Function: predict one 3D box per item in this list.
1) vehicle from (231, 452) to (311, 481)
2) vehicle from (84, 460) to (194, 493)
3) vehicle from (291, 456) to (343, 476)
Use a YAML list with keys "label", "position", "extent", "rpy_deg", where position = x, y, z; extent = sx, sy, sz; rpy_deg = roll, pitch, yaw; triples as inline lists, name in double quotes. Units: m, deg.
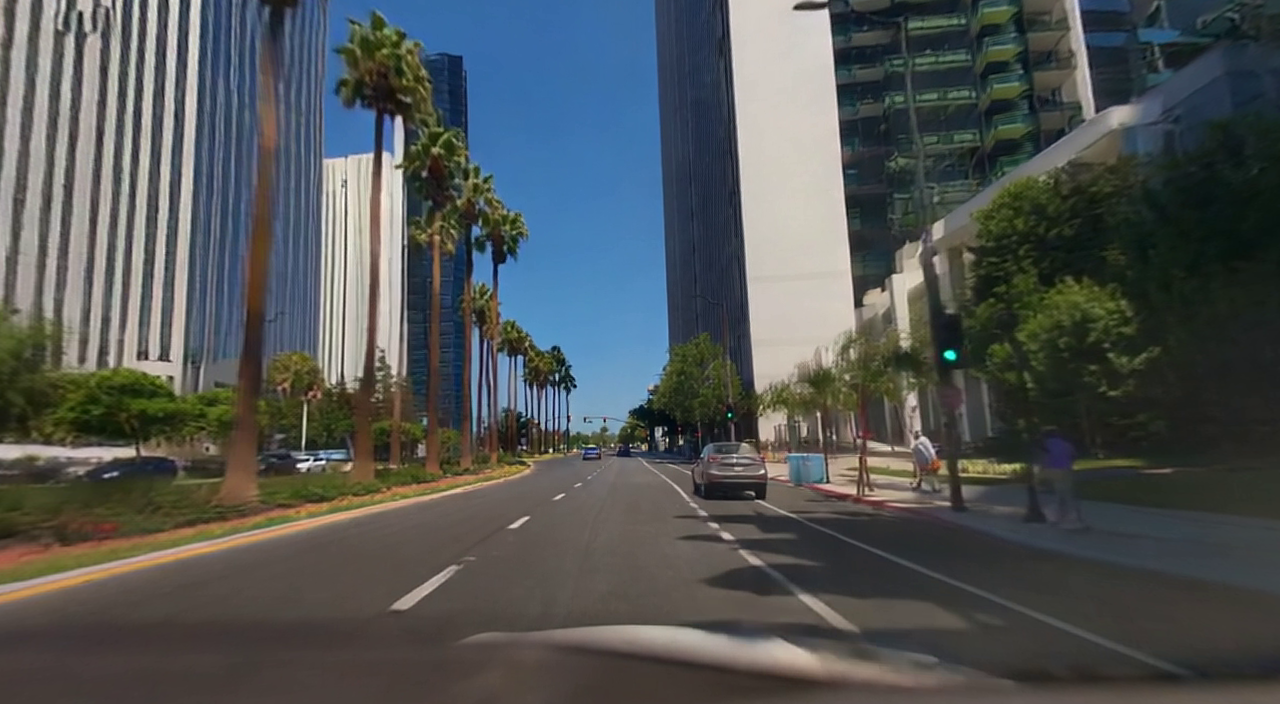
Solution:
- label: "vehicle"
  position: [-25.089, 7.772, 43.295]
  extent: [2.062, 1.765, 5.897]
  rpy_deg: [0, -9, -1]
- label: "vehicle"
  position: [-24.953, 6.187, 31.719]
  extent: [2.080, 1.457, 4.424]
  rpy_deg: [0, -9, -3]
- label: "vehicle"
  position: [-24.774, 8.762, 48.658]
  extent: [1.751, 1.424, 4.506]
  rpy_deg: [0, -9, -2]
